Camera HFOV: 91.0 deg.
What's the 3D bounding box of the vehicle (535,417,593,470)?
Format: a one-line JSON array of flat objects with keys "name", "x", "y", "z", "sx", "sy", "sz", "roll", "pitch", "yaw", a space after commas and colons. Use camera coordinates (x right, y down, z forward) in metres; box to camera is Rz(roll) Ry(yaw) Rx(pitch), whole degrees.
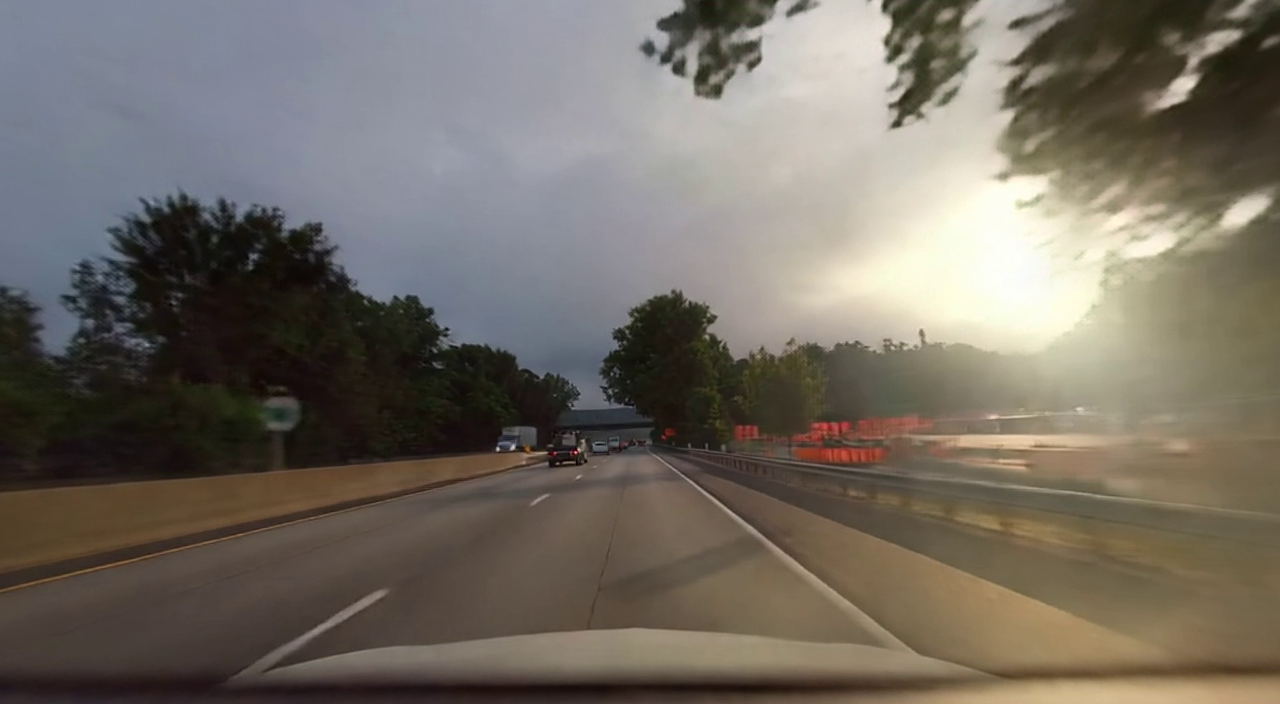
[{"name": "vehicle", "x": -4.006, "y": 4.967, "z": 34.317, "sx": 2.484, "sy": 2.625, "sz": 5.907, "roll": 0, "pitch": -8, "yaw": -1}]
